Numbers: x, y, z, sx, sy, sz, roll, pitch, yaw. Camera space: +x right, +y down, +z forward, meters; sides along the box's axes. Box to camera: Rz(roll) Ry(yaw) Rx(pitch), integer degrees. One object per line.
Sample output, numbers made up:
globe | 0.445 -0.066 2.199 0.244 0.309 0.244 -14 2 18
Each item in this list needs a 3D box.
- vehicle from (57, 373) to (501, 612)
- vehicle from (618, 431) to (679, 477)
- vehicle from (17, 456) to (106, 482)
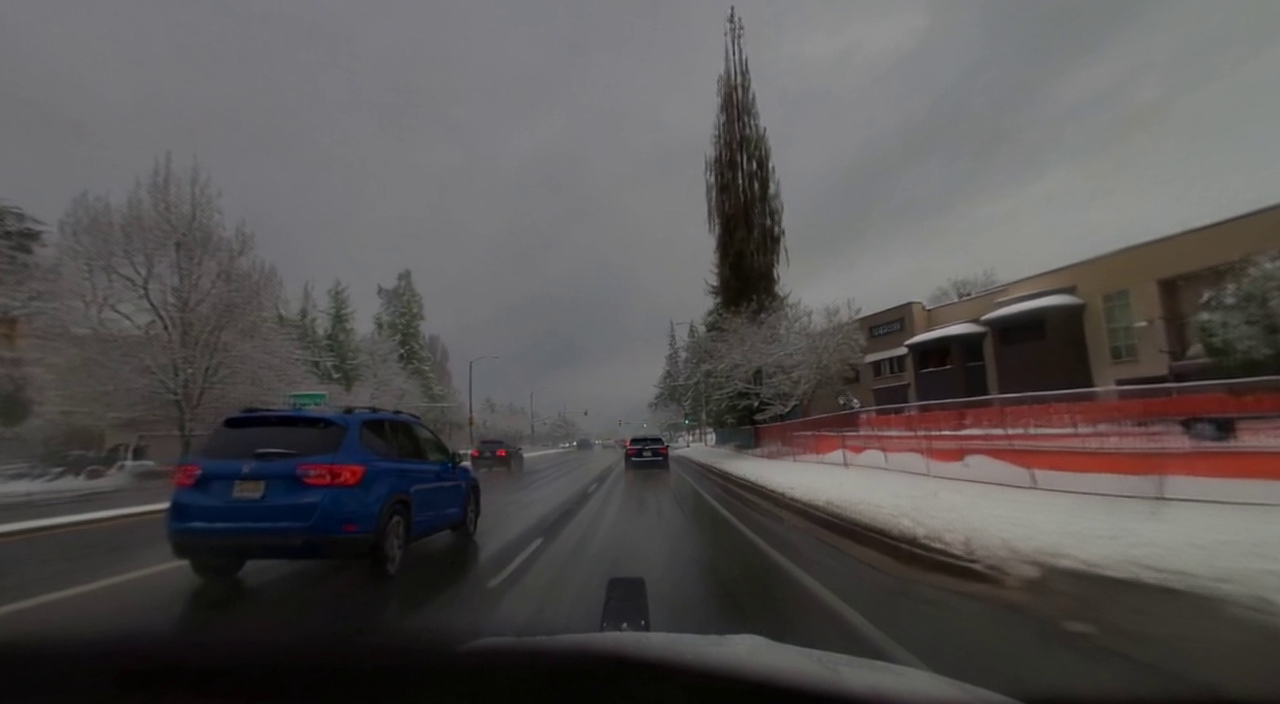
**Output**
vehicle | -3.343 1.442 7.415 2.157 1.824 4.986 0 -8 2
vehicle | 0.293 4.000 24.940 2.227 1.654 4.091 0 -8 0
vehicle | -42.779 8.666 46.677 4.731 1.594 1.825 -1 -6 -2
